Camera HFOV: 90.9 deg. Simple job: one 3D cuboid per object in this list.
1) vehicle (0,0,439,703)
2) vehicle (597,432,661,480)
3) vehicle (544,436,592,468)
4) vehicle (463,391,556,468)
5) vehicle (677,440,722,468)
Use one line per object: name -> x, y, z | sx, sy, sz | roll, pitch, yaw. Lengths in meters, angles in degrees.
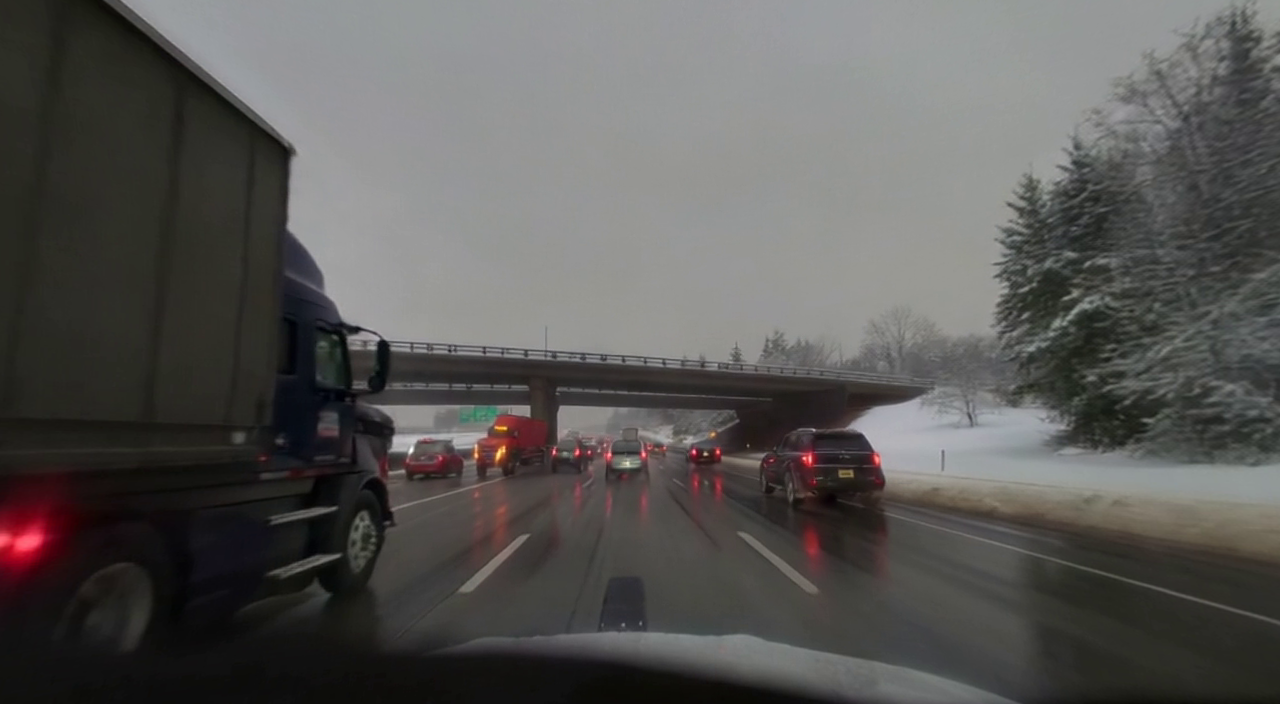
vehicle -> -3.780, -0.082, 1.294 | 3.075, 3.276, 11.073 | 0, -8, 0
vehicle -> -0.400, 3.977, 24.391 | 2.270, 1.696, 4.061 | 0, -8, 0
vehicle -> -4.009, 5.645, 35.765 | 2.124, 1.639, 4.344 | 0, -8, 1
vehicle -> -7.364, 4.688, 37.469 | 2.959, 3.886, 10.574 | -1, -8, 2
vehicle -> 3.217, 5.575, 34.708 | 2.003, 1.465, 4.092 | 0, -8, -1
